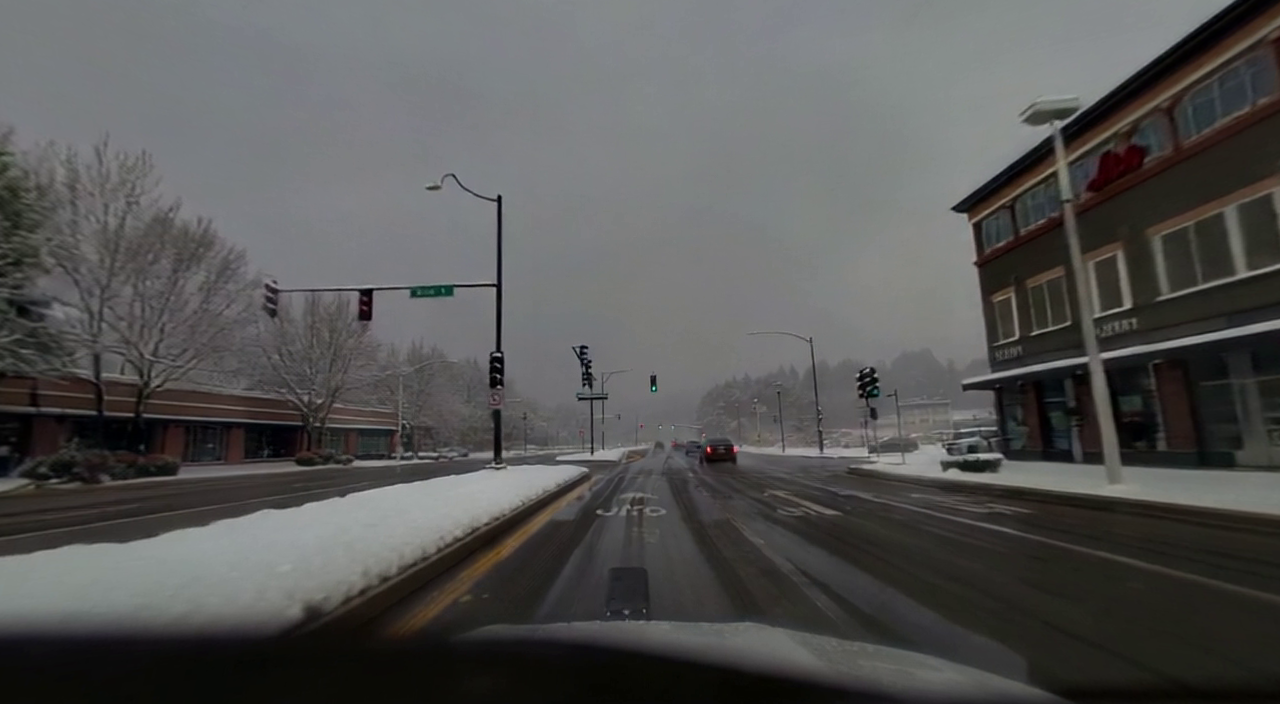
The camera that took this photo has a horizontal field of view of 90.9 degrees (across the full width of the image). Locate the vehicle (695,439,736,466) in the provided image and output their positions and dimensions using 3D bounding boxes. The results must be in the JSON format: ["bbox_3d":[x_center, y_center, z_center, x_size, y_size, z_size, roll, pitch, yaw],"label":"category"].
[{"bbox_3d":[4.575,6.141,38.652,2.038,1.528,4.259,0,-8,1],"label":"vehicle"}]

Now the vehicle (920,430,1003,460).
[{"bbox_3d":[21.022,6.089,41.319,4.341,1.845,1.984,0,-8,0],"label":"vehicle"}]

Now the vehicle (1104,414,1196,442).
[{"bbox_3d":[36.405,5.420,45.054,4.687,1.902,2.162,0,-8,-1],"label":"vehicle"}]

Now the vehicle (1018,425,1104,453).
[{"bbox_3d":[27.608,5.704,41.378,4.280,1.734,1.964,0,-8,-6],"label":"vehicle"}]

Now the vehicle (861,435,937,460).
[{"bbox_3d":[18.311,6.759,44.748,4.491,1.702,2.094,-1,-8,4],"label":"vehicle"}]
